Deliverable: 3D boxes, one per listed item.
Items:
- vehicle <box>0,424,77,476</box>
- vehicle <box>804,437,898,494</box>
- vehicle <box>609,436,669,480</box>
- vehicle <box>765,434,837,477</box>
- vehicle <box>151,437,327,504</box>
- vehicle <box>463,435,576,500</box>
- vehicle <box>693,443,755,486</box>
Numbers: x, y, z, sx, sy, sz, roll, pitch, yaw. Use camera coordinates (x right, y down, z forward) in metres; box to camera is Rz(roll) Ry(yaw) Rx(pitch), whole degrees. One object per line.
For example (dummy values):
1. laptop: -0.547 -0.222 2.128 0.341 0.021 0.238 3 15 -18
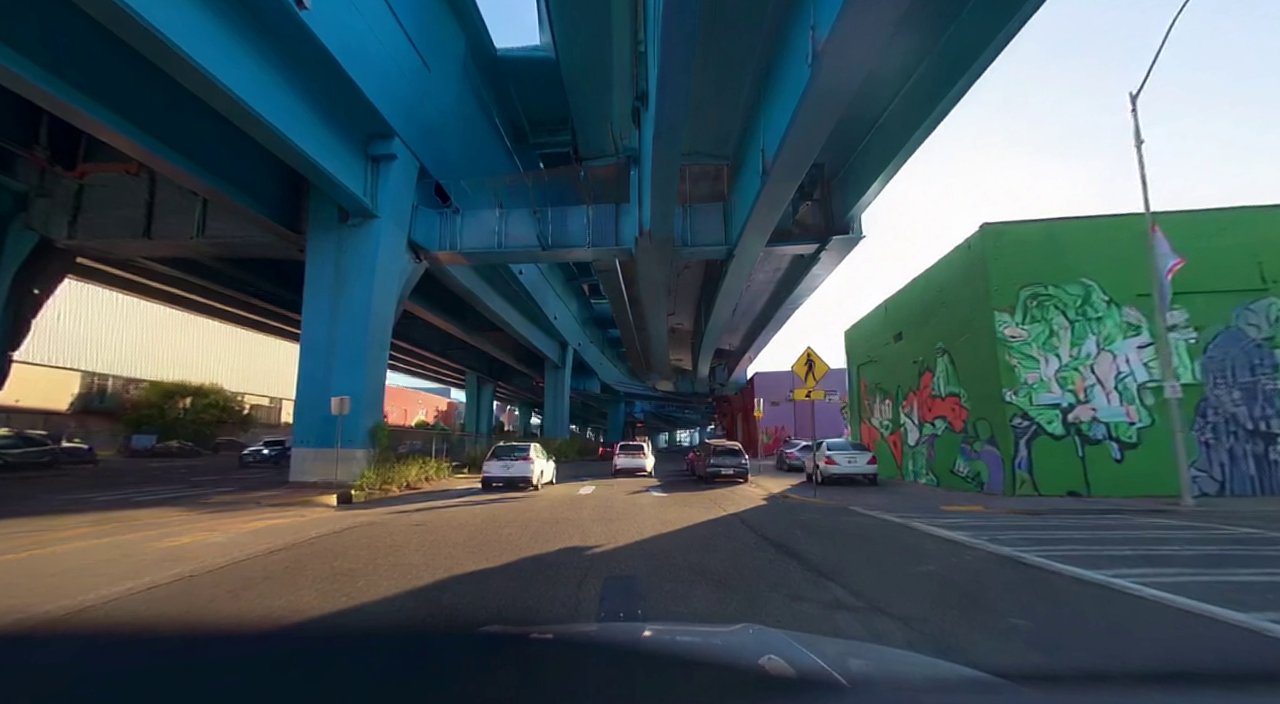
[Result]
1. vehicle: -31.505 4.868 31.529 2.208 2.440 5.648 1 -8 -9
2. vehicle: 7.673 4.124 23.515 2.275 1.834 4.294 1 -8 4
3. vehicle: -0.035 4.110 24.648 2.155 1.571 3.734 0 -8 0
4. vehicle: 7.752 5.043 30.918 2.175 1.909 4.953 0 -9 0
5. vehicle: -11.909 3.537 19.306 2.056 1.768 4.986 0 -9 0
6. vehicle: -3.102 3.084 17.350 2.024 1.533 4.549 0 -8 2
7. vehicle: 3.312 4.507 25.758 1.983 1.589 4.010 0 -8 0
